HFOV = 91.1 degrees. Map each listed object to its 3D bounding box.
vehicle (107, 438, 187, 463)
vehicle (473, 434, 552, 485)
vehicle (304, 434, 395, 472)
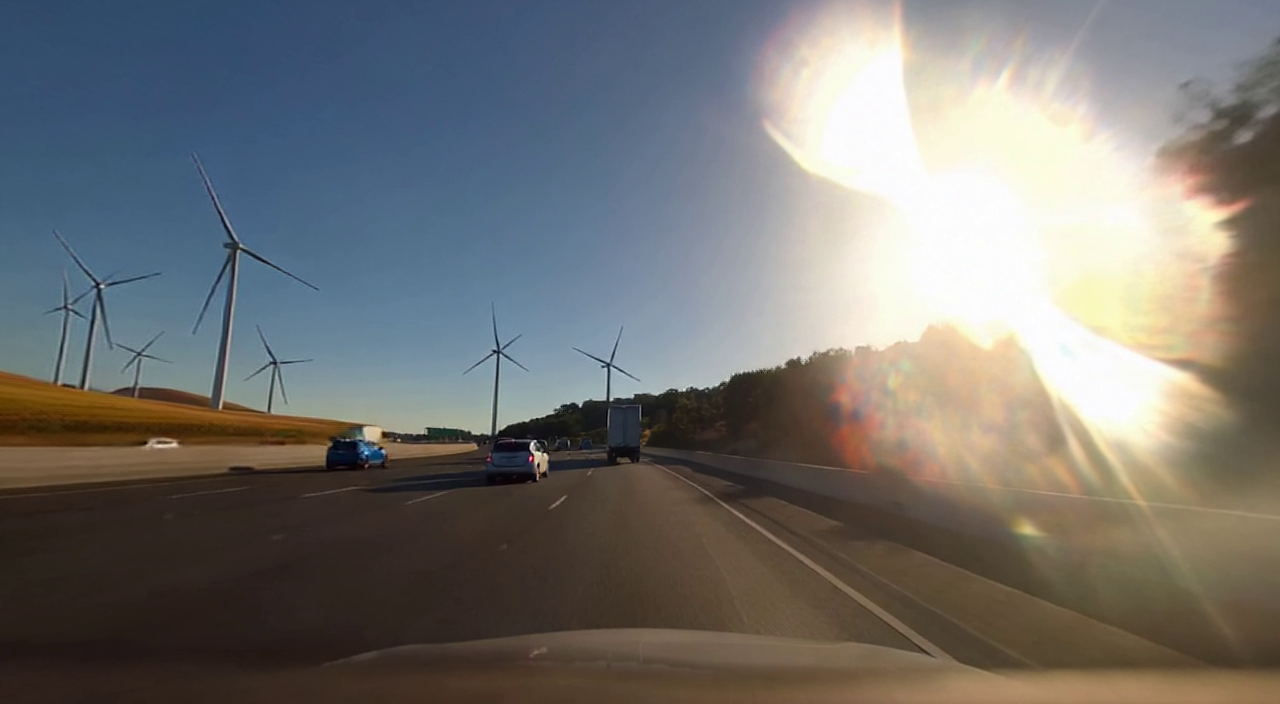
[{"bbox_3d":[-34.003,6.797,43.507,1.928,1.606,4.642,0,-8,-3],"label":"vehicle"},{"bbox_3d":[-4.545,3.895,23.002,2.109,1.684,3.783,0,-8,-1],"label":"vehicle"},{"bbox_3d":[-15.257,5.363,33.450,2.285,1.835,5.672,0,-8,-2],"label":"vehicle"}]
